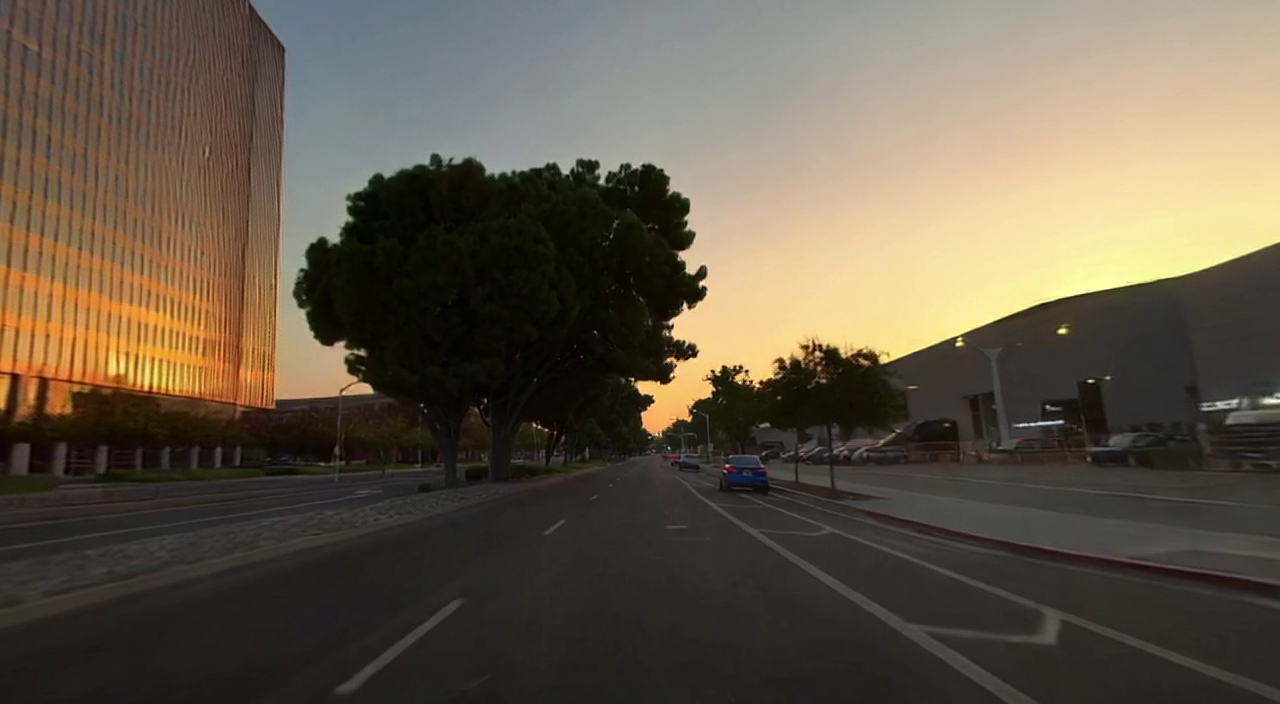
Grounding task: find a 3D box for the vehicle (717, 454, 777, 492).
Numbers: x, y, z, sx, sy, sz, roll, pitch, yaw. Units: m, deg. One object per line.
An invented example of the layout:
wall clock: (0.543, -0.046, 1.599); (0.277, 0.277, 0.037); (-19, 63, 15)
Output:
vehicle: (4.757, 5.422, 28.652); (1.909, 1.503, 4.368); (0, -8, 0)
